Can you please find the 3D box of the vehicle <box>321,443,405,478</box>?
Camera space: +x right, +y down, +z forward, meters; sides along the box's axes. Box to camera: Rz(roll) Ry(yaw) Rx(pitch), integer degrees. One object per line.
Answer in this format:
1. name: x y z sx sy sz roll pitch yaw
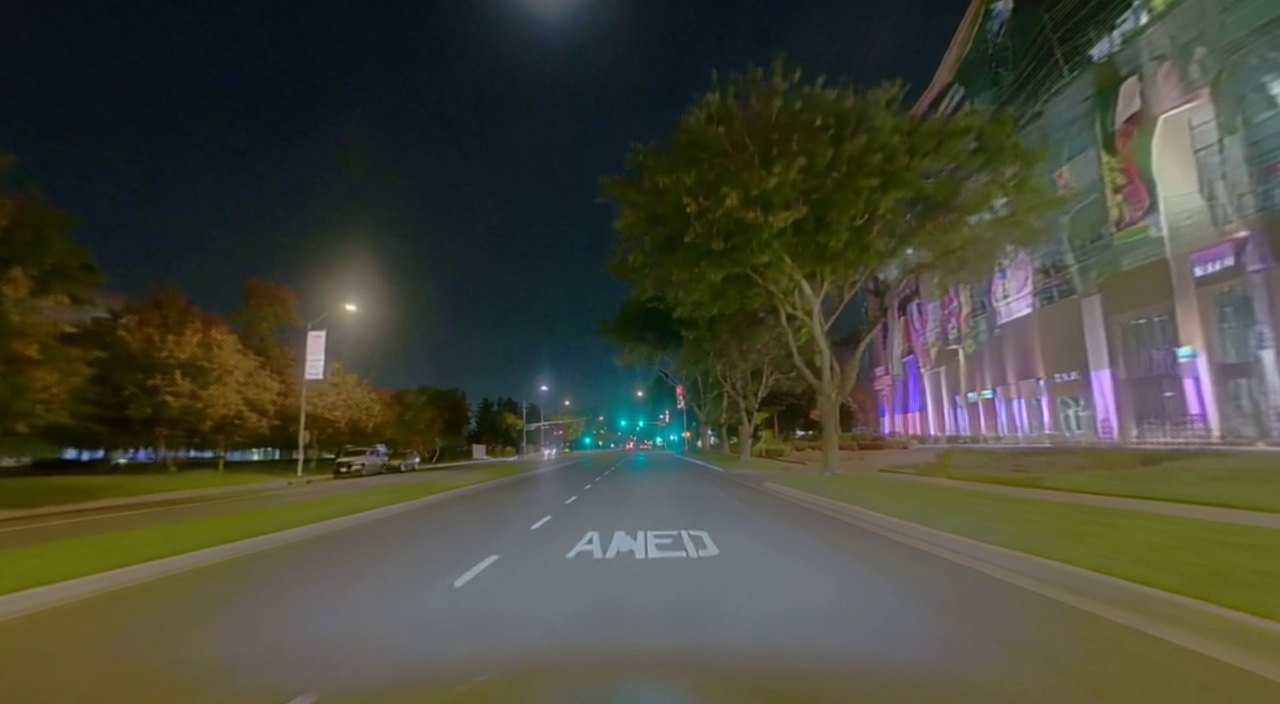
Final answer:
1. vehicle: -17.338 6.798 39.719 2.617 1.997 5.830 0 -9 0
